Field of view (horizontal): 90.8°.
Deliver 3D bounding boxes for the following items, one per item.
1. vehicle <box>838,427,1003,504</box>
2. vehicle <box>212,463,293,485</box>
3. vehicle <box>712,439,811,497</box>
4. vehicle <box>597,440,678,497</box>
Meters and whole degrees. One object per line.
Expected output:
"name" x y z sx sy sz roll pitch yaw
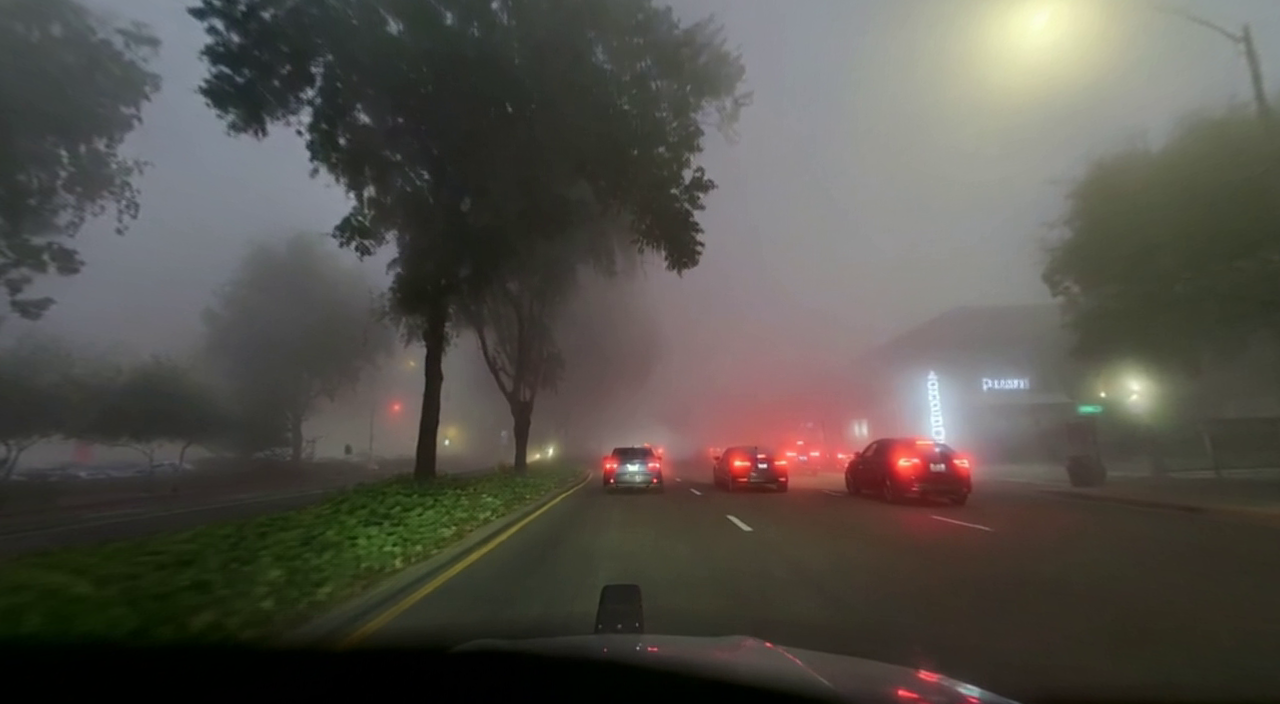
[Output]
"vehicle" 7.116 2.948 16.763 2.052 1.708 4.842 0 -9 -1
"vehicle" -28.187 8.889 46.012 4.693 1.499 1.838 -1 -9 1
"vehicle" 3.438 3.385 18.768 1.993 1.477 4.240 0 -9 -1
"vehicle" -0.133 3.364 18.536 2.101 1.444 4.248 0 -9 -2
